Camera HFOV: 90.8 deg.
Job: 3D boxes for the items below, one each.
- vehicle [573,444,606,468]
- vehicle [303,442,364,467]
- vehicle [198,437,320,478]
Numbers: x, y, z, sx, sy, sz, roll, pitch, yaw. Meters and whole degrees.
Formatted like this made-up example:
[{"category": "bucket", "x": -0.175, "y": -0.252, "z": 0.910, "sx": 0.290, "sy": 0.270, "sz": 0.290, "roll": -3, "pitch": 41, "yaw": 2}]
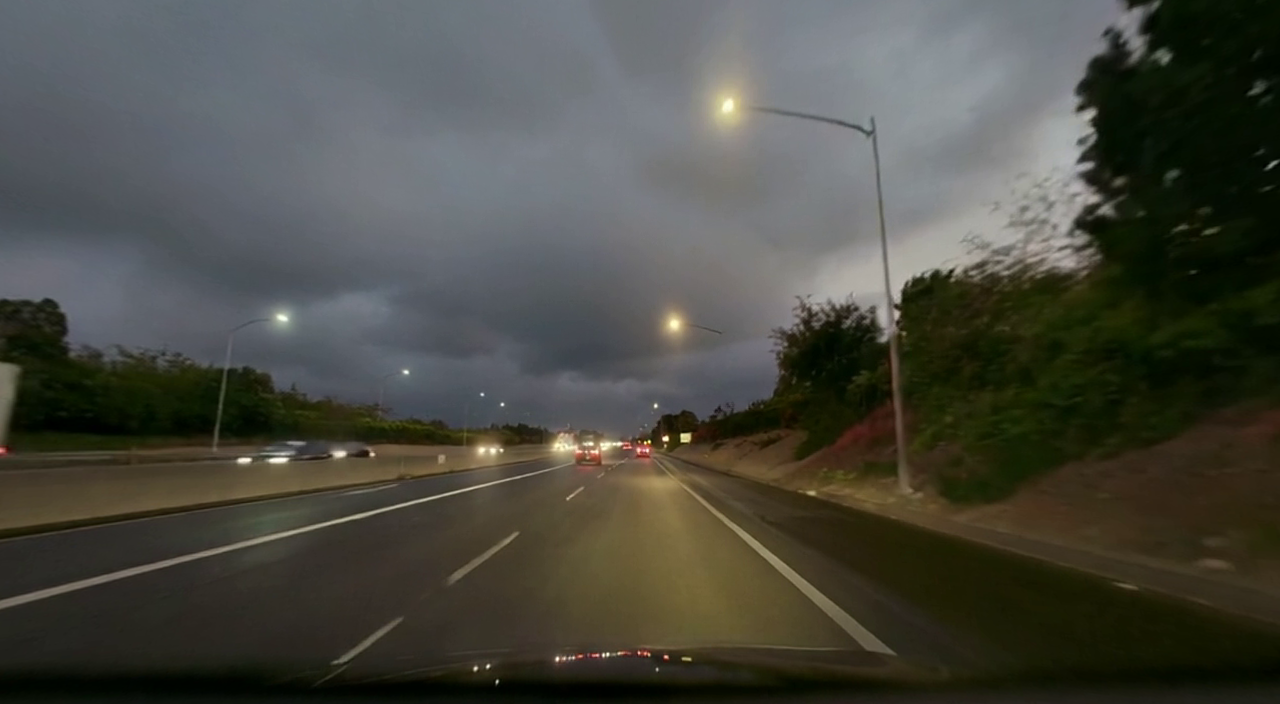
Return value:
[{"category": "vehicle", "x": -3.486, "y": 7.246, "z": 44.032, "sx": 1.921, "sy": 1.536, "sz": 3.920, "roll": 0, "pitch": -9, "yaw": 0}, {"category": "vehicle", "x": -18.621, "y": 6.255, "z": 38.509, "sx": 1.779, "sy": 1.449, "sz": 3.824, "roll": 0, "pitch": -9, "yaw": 0}, {"category": "vehicle", "x": -15.080, "y": 4.206, "z": 25.355, "sx": 2.021, "sy": 1.462, "sz": 4.592, "roll": 0, "pitch": -9, "yaw": 0}]
